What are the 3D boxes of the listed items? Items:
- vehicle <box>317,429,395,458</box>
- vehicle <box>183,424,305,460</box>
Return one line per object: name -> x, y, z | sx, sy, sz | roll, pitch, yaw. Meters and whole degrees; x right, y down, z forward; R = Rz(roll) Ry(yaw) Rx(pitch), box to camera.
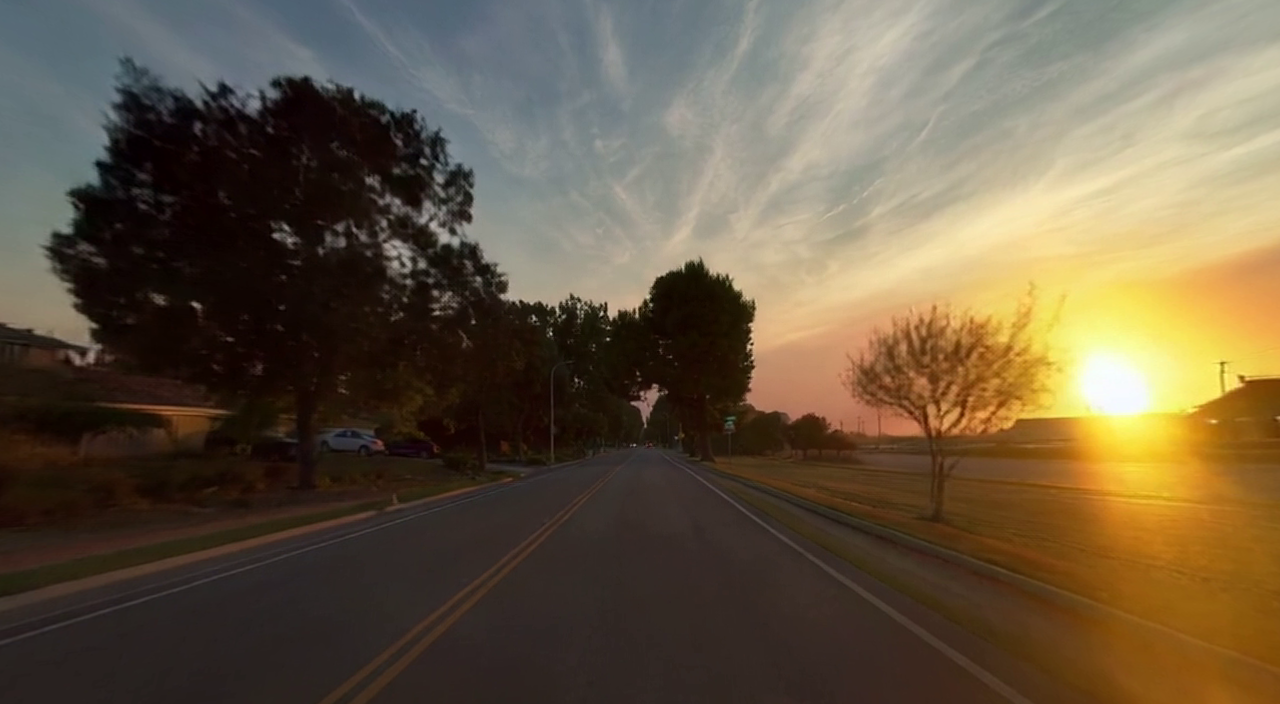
vehicle -> -19.917, 6.418, 44.306 | 4.511, 1.876, 2.044 | 0, -8, 10
vehicle -> -20.089, 4.608, 32.147 | 4.640, 1.765, 2.242 | 1, -9, -3
